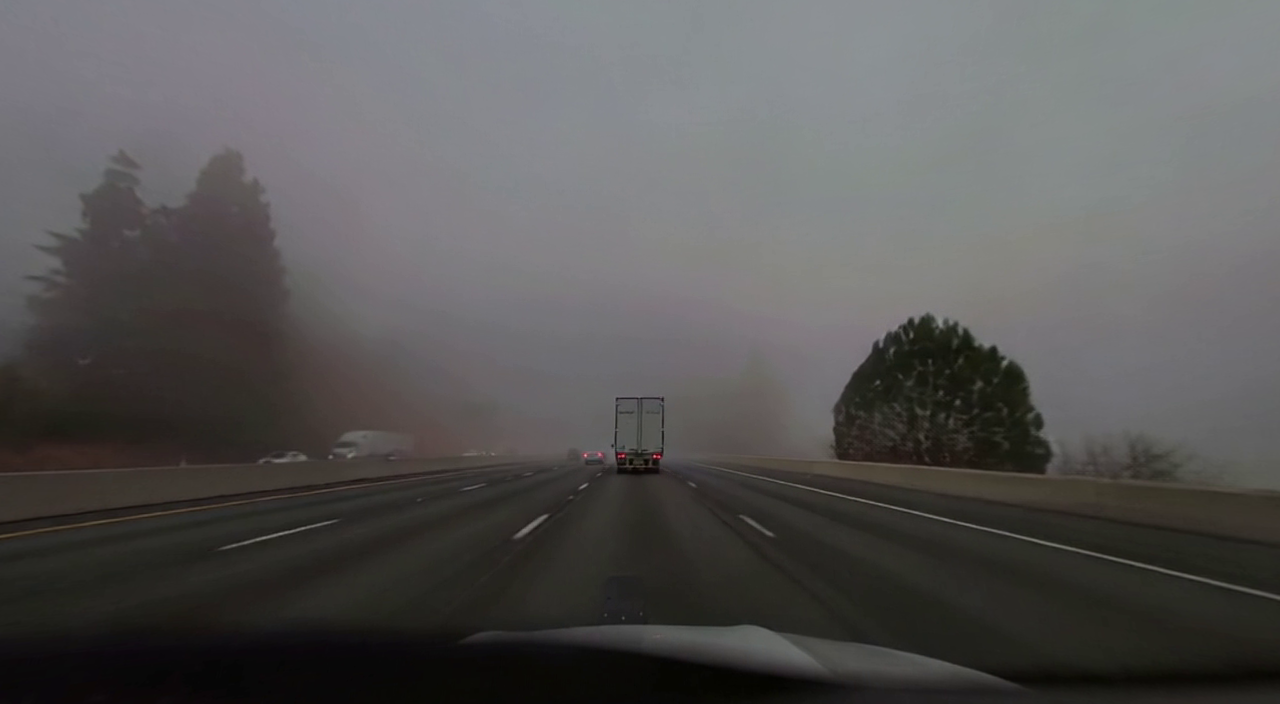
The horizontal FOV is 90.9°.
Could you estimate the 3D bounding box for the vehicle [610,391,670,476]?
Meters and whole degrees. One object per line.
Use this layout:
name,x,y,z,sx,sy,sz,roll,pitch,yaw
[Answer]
vehicle,-0.143,4.862,36.540,2.875,4.056,12.312,0,-9,-1

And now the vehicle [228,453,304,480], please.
vehicle,-22.335,6.840,37.811,1.893,1.467,4.422,0,-9,-1
